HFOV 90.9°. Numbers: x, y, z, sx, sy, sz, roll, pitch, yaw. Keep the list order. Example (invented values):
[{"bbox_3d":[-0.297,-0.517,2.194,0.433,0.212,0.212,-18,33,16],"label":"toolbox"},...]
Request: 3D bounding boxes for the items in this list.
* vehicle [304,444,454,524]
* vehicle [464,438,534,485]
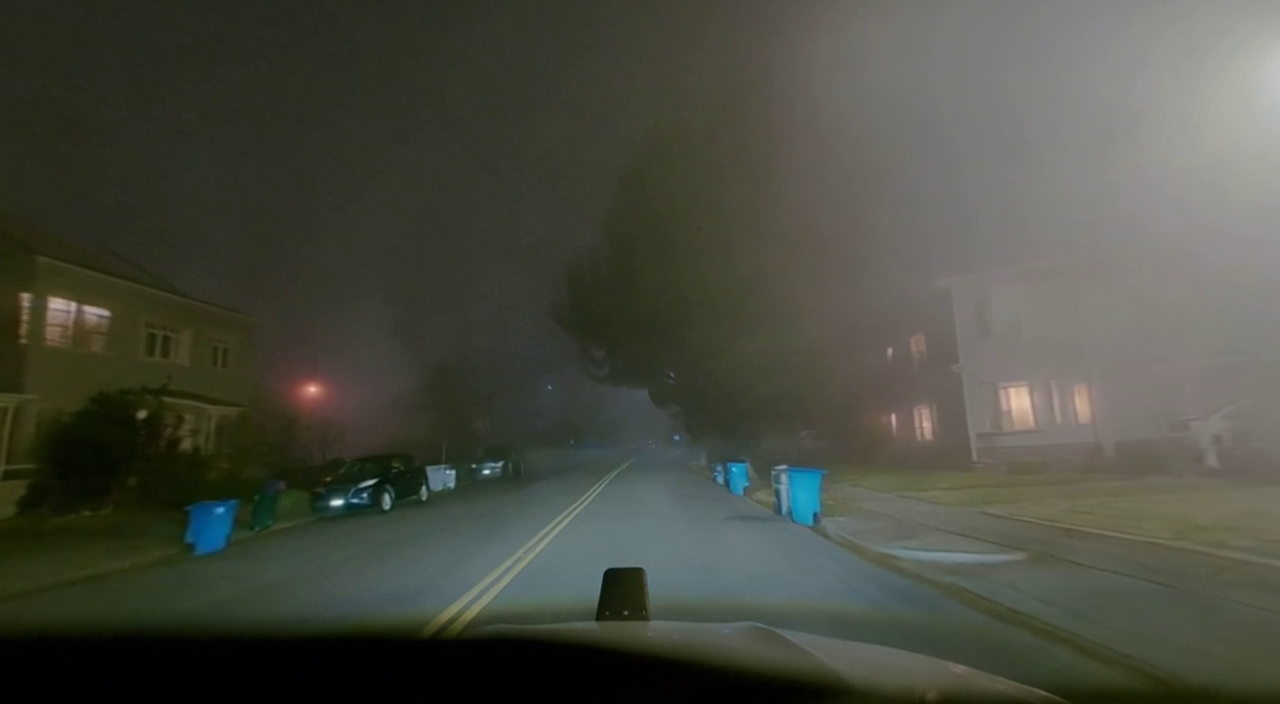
[{"bbox_3d":[-6.283,3.157,15.778,1.945,1.530,4.430,-4,-8,-1],"label":"vehicle"},{"bbox_3d":[-6.356,4.952,28.978,2.169,1.871,4.762,-2,-8,-1],"label":"vehicle"}]
